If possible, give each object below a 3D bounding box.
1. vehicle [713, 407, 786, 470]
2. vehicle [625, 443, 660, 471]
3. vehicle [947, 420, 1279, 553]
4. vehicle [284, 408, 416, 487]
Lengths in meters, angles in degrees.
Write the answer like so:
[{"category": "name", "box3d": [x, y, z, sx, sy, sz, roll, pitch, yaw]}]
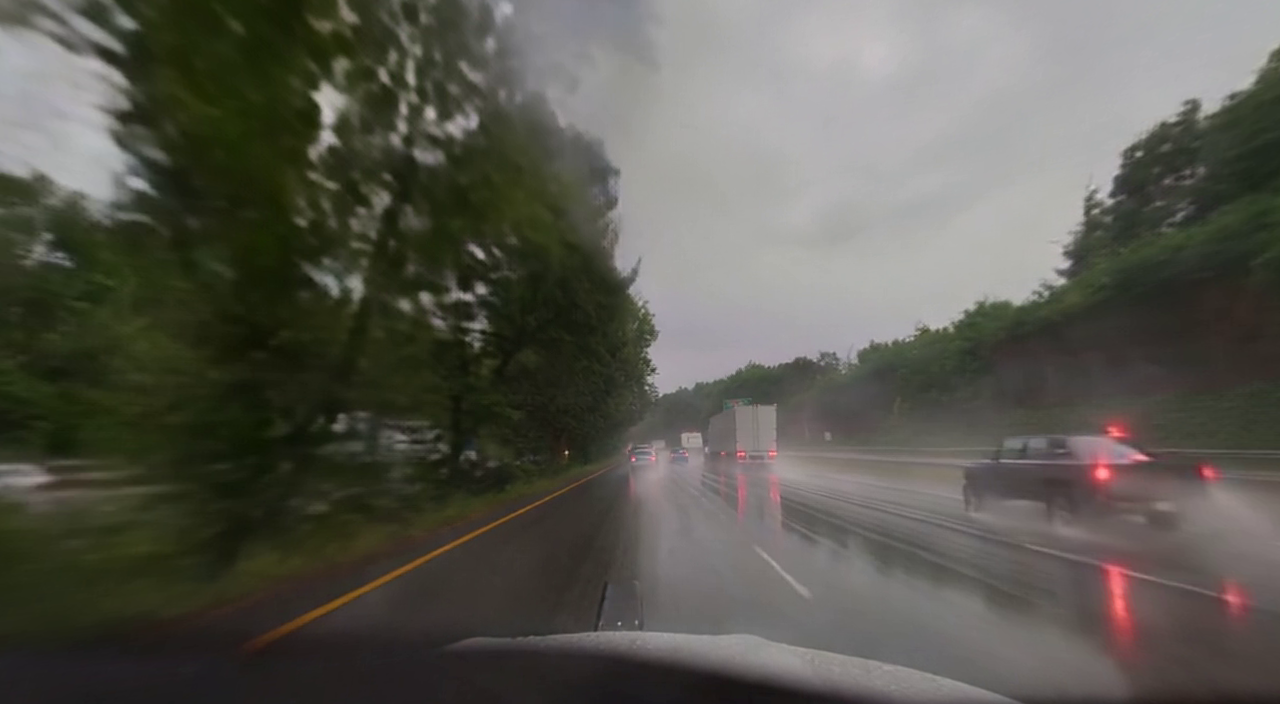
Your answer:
[{"category": "vehicle", "box3d": [7.936, 6.718, 47.902, 3.044, 4.073, 14.016, 0, -9, 0]}, {"category": "vehicle", "box3d": [0.151, 6.659, 39.983, 2.114, 1.706, 4.106, 0, -9, 0]}, {"category": "vehicle", "box3d": [7.247, 2.050, 10.267, 2.011, 1.638, 4.737, 0, -9, 0]}, {"category": "vehicle", "box3d": [-16.824, 5.729, 37.645, 2.898, 4.029, 10.158, 0, -9, 1]}]
